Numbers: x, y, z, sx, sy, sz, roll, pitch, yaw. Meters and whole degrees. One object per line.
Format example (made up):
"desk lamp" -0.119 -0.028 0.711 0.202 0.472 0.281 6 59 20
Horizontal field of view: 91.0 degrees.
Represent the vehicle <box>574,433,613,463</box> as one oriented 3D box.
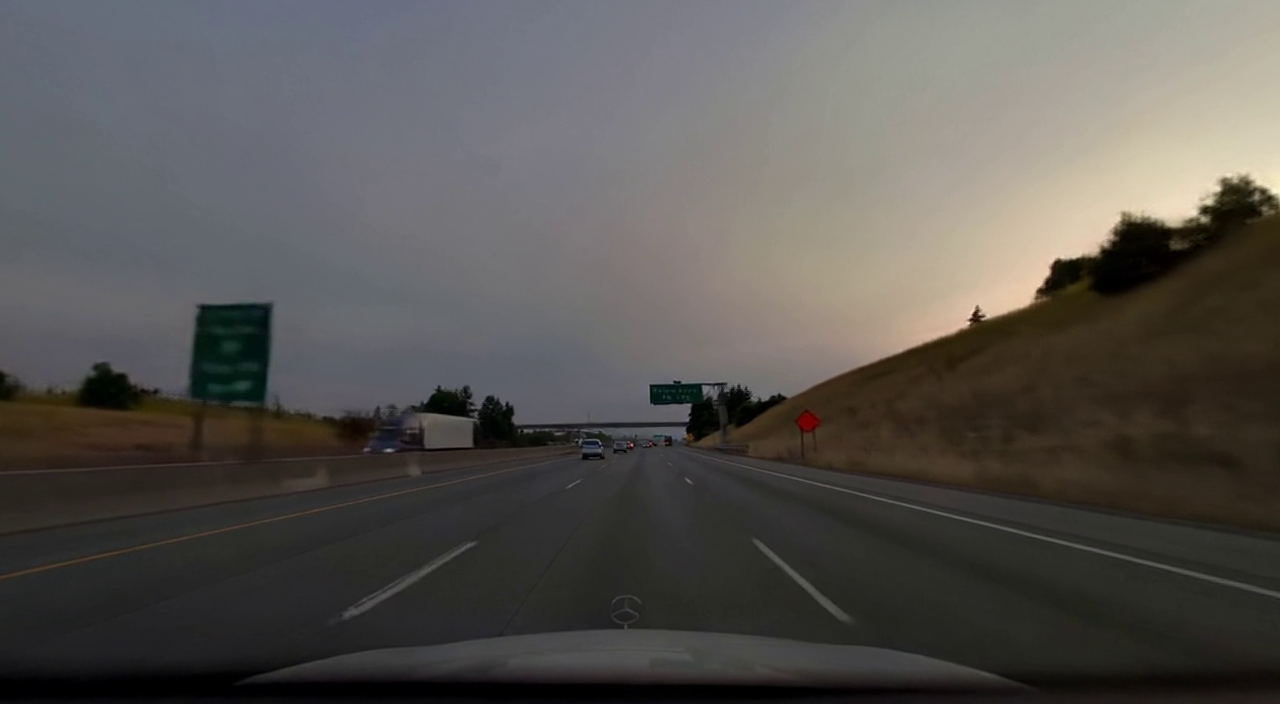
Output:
"vehicle" -3.207 6.788 44.500 2.286 2.011 4.452 0 -8 1
